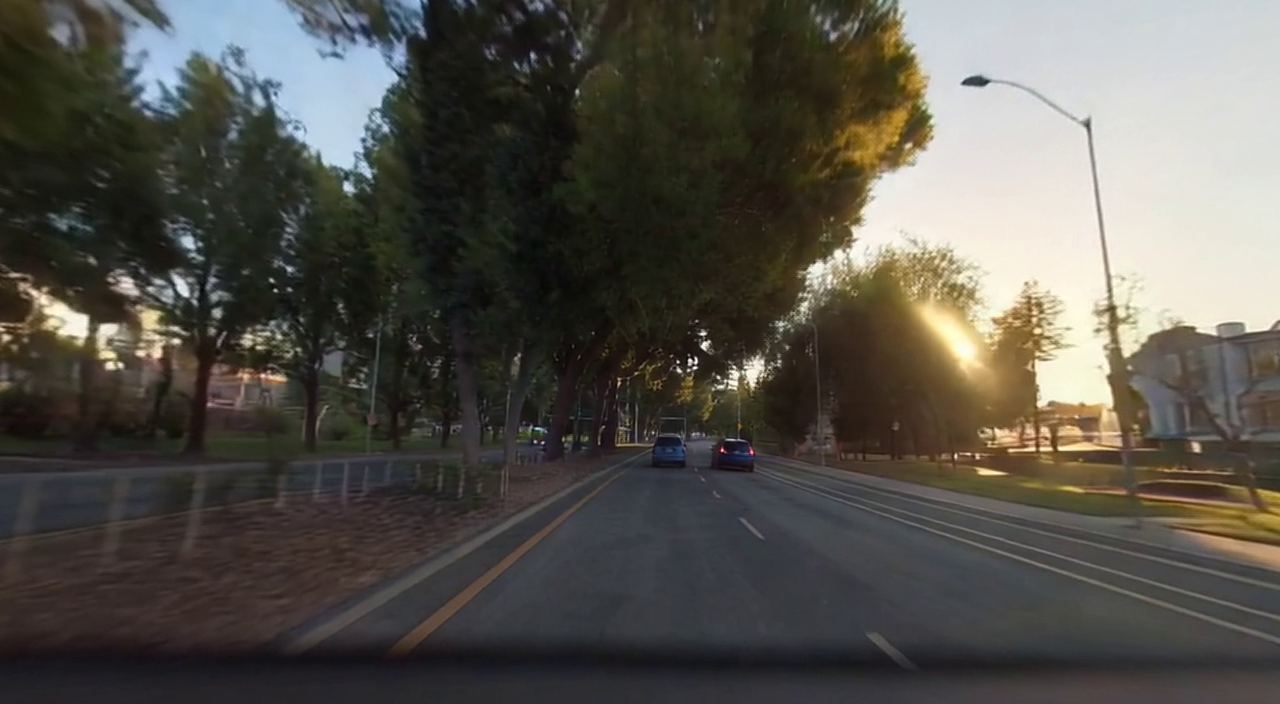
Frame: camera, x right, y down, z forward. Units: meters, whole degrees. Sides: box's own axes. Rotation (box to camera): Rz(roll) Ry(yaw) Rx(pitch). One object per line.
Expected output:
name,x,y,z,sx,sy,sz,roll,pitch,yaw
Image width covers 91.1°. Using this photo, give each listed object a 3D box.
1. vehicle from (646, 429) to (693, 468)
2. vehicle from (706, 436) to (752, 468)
vehicle,1.448,4.907,31.987,2.251,1.822,4.391,0,-8,1
vehicle,4.835,5.477,34.529,1.971,1.663,4.287,0,-8,1
